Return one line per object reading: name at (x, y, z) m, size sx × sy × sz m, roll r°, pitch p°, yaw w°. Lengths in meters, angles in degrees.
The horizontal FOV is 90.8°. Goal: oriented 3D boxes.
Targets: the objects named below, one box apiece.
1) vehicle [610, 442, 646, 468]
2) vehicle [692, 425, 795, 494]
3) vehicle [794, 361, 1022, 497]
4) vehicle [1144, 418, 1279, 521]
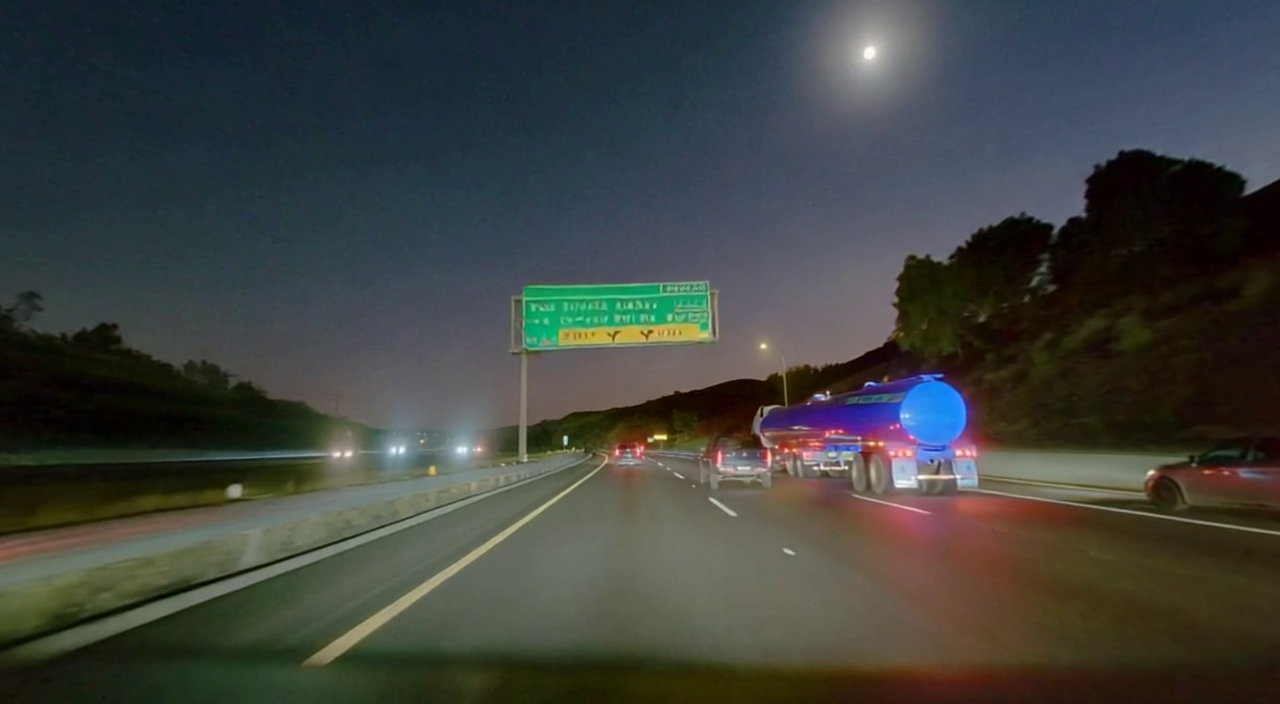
vehicle at (-0.740, 6.159, 37.864) m, size 2.083 × 1.477 × 3.965 m, roll 0°, pitch -9°, yaw -2°
vehicle at (2.891, 3.139, 18.767) m, size 2.098 × 1.794 × 4.561 m, roll 0°, pitch -9°, yaw -2°
vehicle at (7.514, 2.544, 19.928) m, size 2.805 × 3.212 × 9.978 m, roll 0°, pitch -9°, yaw 0°
vehicle at (11.181, 1.907, 10.276) m, size 2.008 × 1.624 × 4.667 m, roll 0°, pitch -9°, yaw -1°
